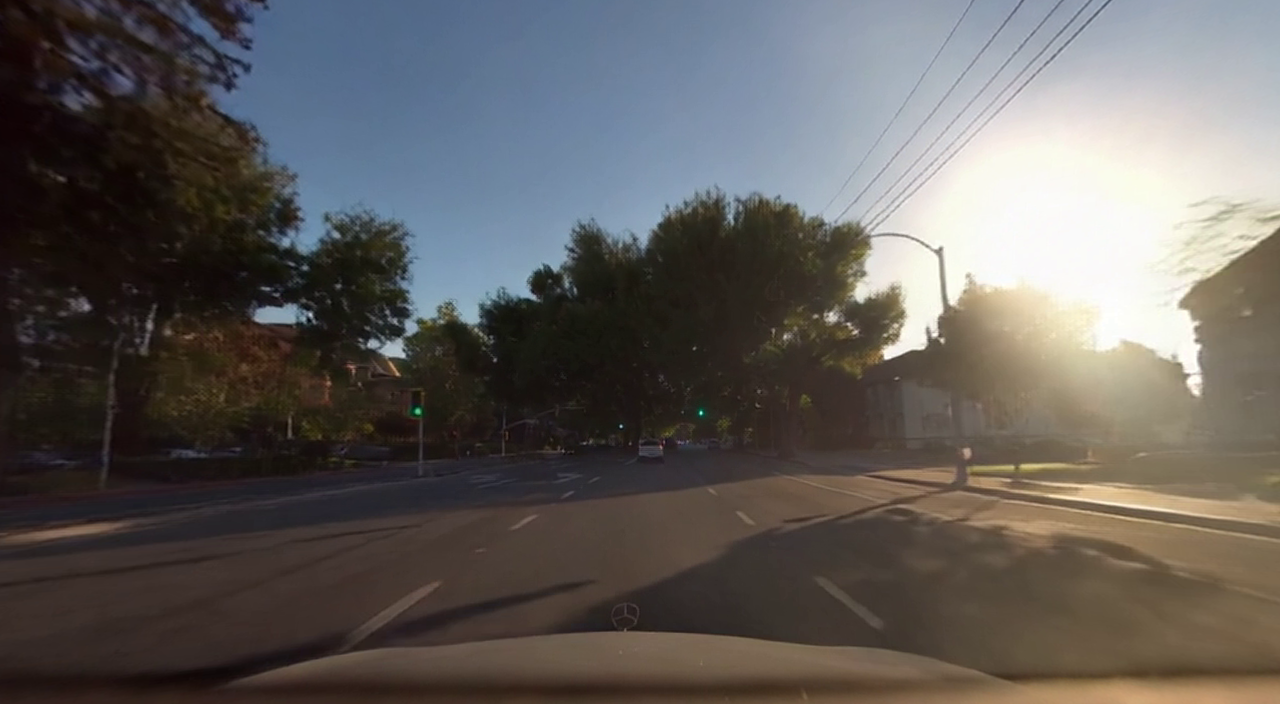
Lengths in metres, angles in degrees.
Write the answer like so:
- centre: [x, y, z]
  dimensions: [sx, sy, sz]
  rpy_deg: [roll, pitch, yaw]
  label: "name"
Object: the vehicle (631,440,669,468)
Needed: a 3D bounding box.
- centre: [0.640, 5.972, 37.048]
  dimensions: [2.037, 1.568, 3.693]
  rpy_deg: [-1, -9, 4]
  label: "vehicle"
